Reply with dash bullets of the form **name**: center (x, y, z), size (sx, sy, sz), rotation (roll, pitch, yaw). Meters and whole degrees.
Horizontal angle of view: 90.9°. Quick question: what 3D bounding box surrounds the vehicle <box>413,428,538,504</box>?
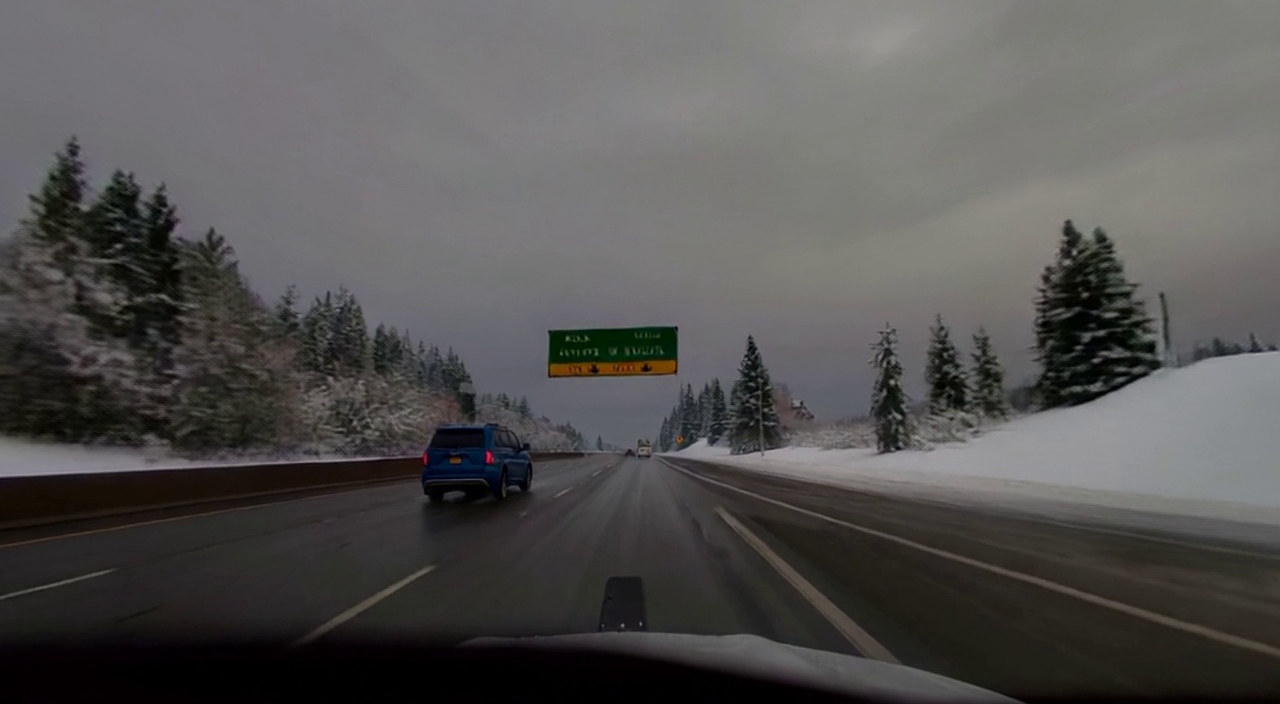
- **vehicle**: center (-4.212, 2.999, 17.038), size (2.084, 1.752, 4.479), rotation (-1, -8, 1)

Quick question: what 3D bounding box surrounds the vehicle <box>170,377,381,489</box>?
- **vehicle**: center (-13.906, 3.318, 25.408), size (2.890, 3.689, 9.038), rotation (-1, -8, 1)
